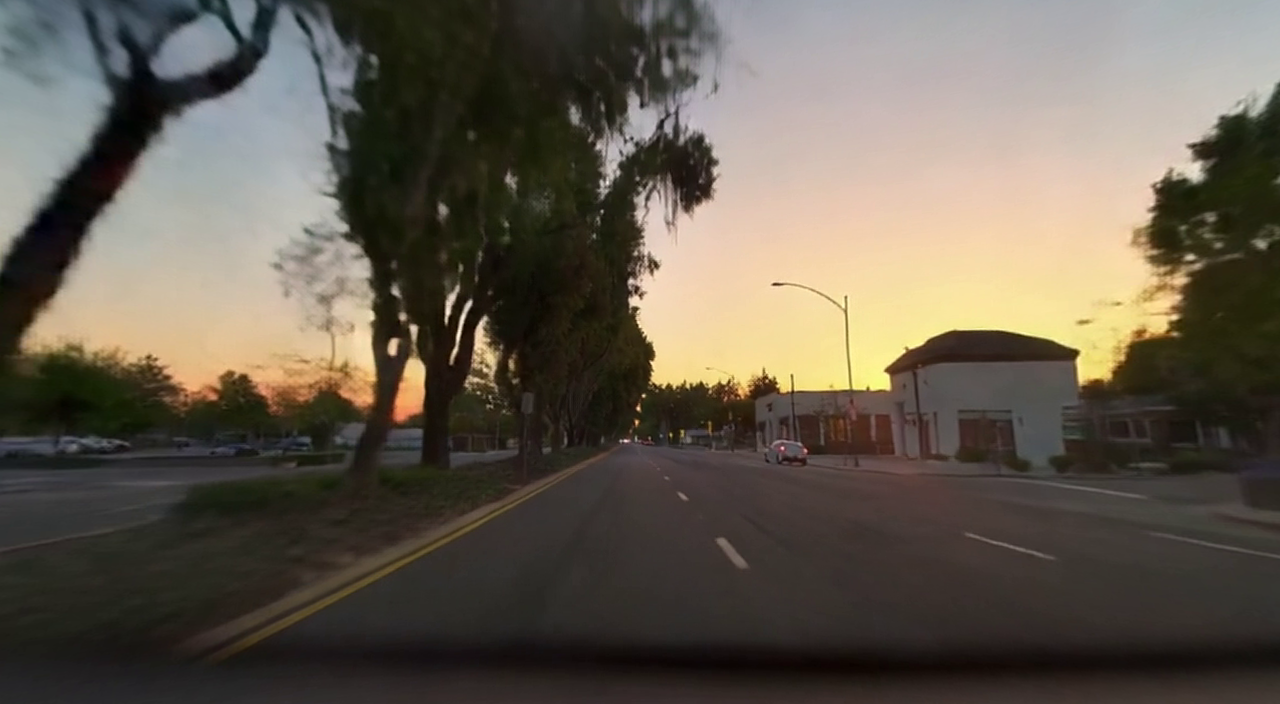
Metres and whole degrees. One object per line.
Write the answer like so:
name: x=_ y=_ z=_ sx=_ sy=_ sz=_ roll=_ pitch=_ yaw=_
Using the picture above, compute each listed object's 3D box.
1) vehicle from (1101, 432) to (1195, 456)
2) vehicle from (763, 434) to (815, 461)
vehicle: x=31.744 y=5.763 z=39.566 sx=4.064 sy=1.457 sz=1.999 roll=0 pitch=-9 yaw=3
vehicle: x=9.343 y=6.055 z=40.025 sx=1.981 sy=1.557 sz=4.456 roll=0 pitch=-8 yaw=-3
